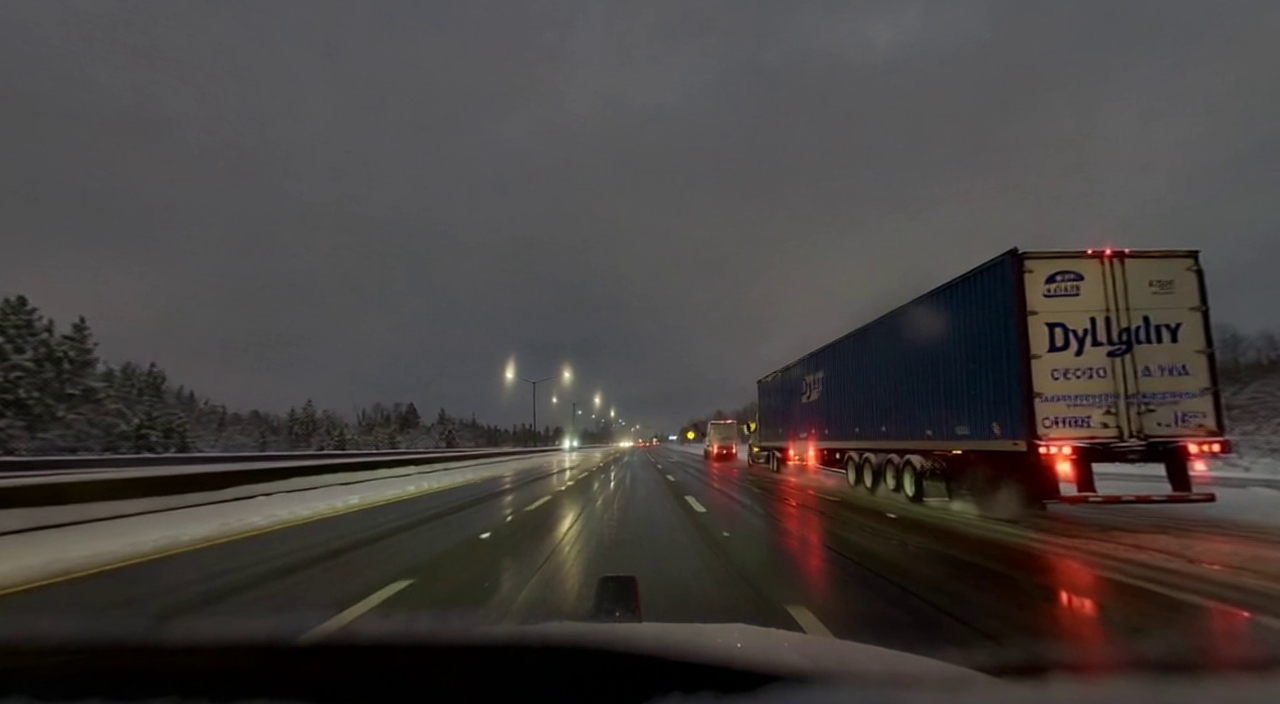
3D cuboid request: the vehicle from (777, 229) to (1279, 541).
[{"bbox_3d":[6.832,1.516,15.992,2.962,3.947,16.241,0,-8,0],"label":"vehicle"}]
